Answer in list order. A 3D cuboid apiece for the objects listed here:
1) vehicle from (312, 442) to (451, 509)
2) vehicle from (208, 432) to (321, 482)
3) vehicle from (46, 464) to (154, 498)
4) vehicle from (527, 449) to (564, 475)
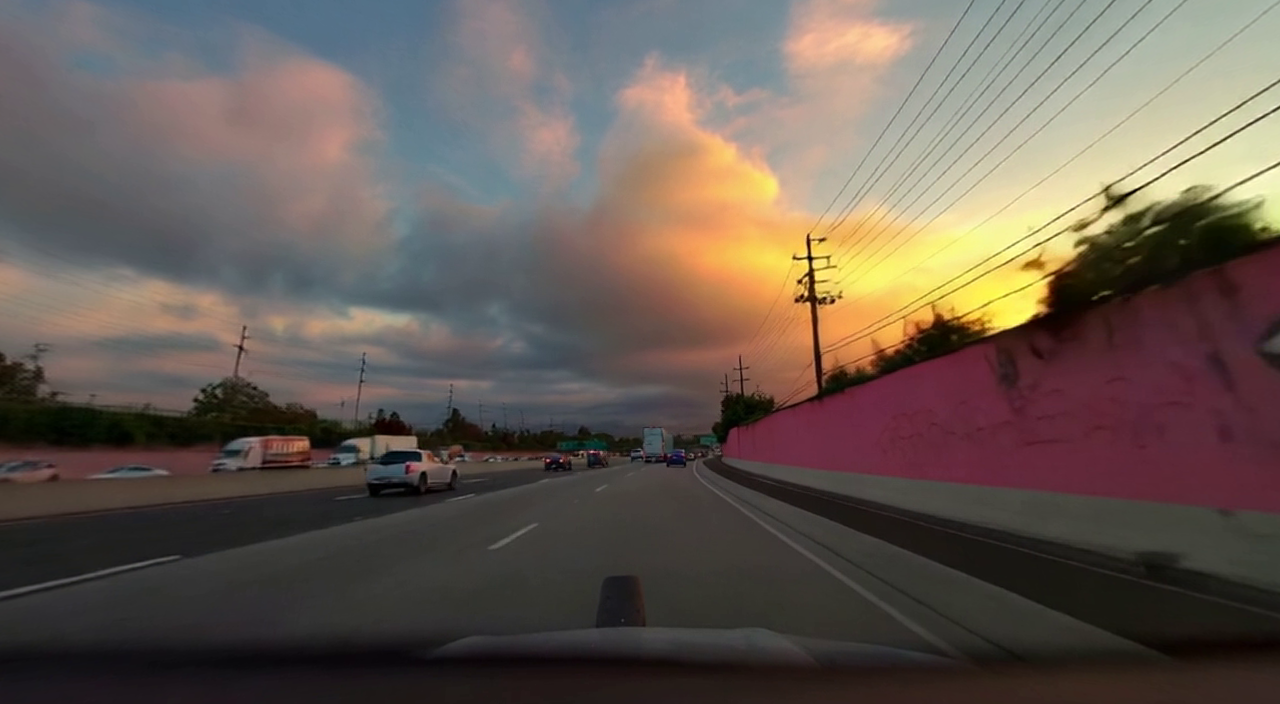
[{"bbox_3d":[-6.706,3.229,16.860,1.966,1.565,3.766,-1,-9,3],"label":"vehicle"},{"bbox_3d":[-25.722,7.249,43.710,2.532,3.078,7.751,-1,-9,5],"label":"vehicle"},{"bbox_3d":[-26.822,6.386,31.461,1.758,1.424,3.929,-1,-9,3],"label":"vehicle"},{"bbox_3d":[-5.779,6.793,38.988,1.708,1.489,2.840,-1,-9,3],"label":"vehicle"}]
